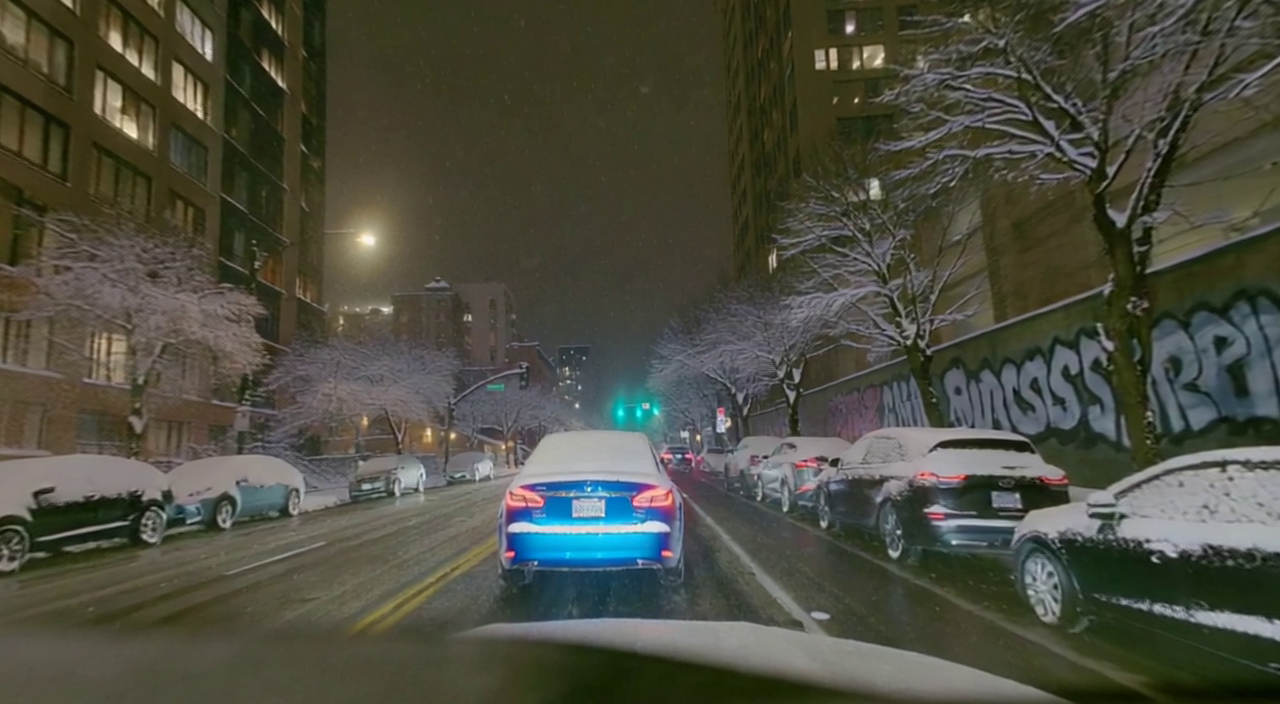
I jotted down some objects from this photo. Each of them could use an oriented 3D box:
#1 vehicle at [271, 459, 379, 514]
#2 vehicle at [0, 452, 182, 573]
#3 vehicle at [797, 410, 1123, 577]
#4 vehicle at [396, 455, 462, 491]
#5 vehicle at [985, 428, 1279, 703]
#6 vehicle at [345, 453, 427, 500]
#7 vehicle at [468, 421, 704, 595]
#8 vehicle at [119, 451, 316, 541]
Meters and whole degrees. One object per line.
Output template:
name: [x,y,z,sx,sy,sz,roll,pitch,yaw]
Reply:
vehicle: [-11.018,4.680,22.452,1.741,1.506,4.370,-5,-8,-2]
vehicle: [-10.859,2.834,11.264,1.988,1.781,4.827,-7,-8,-4]
vehicle: [4.203,1.948,9.667,2.097,1.811,5.230,0,-8,-2]
vehicle: [-11.102,6.367,33.641,1.931,1.499,4.645,-6,-8,-2]
vehicle: [4.241,1.272,3.634,1.955,1.535,4.266,3,-9,-3]
vehicle: [-11.031,5.398,27.739,1.822,1.639,4.144,-6,-8,0]
vehicle: [-0.505,1.760,8.056,2.166,1.579,4.300,0,-8,0]
vehicle: [-10.893,3.662,16.785,2.276,1.741,4.439,-6,-8,-1]
